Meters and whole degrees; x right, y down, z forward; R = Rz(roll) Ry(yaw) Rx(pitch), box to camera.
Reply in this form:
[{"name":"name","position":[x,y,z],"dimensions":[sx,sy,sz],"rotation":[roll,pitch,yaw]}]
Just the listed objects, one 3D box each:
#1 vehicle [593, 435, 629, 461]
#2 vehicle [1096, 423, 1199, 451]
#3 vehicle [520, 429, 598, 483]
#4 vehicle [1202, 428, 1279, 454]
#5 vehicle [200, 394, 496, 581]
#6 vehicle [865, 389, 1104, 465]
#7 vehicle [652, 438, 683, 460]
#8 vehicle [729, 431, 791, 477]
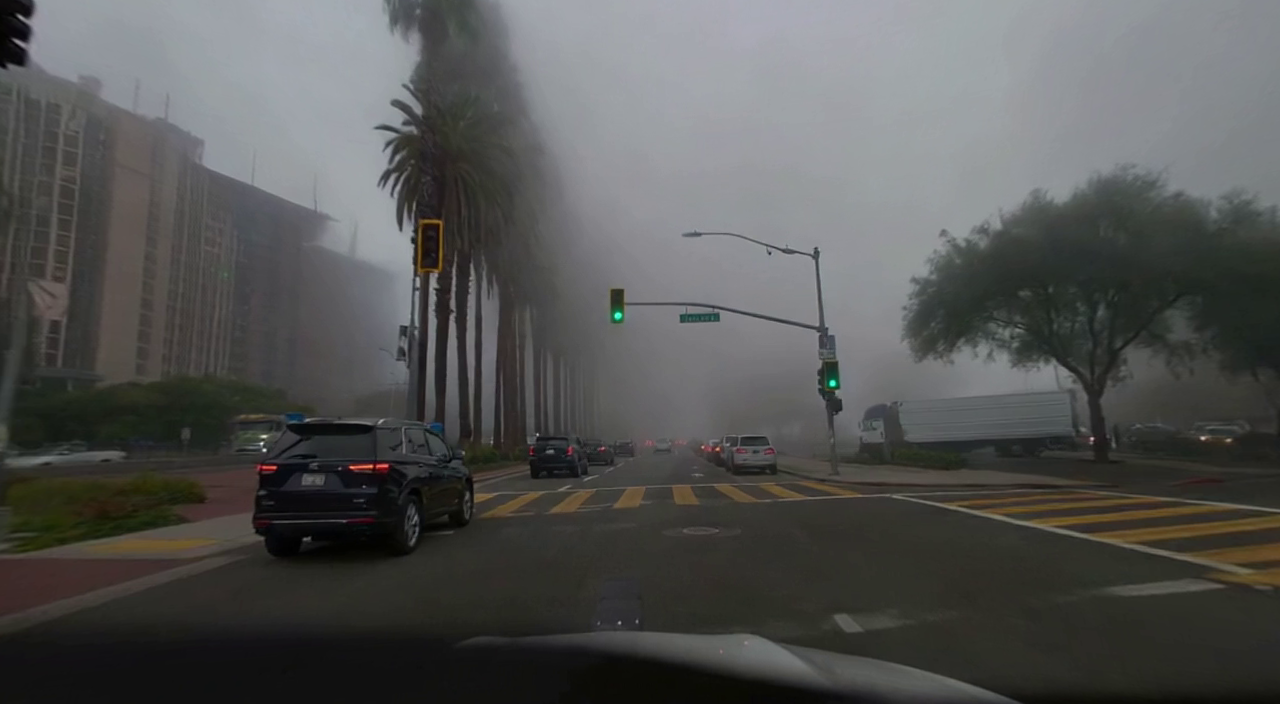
[{"name":"vehicle","position":[-1.895,6.485,42.488],"dimensions":[1.955,1.637,4.243],"rotation":[0,-8,3]},{"name":"vehicle","position":[32.745,5.564,40.782],"dimensions":[1.994,1.685,4.655],"rotation":[2,-9,-20]},{"name":"vehicle","position":[-2.783,3.715,22.738],"dimensions":[2.014,1.740,4.392],"rotation":[0,-8,3]},{"name":"vehicle","position":[35.289,5.045,35.630],"dimensions":[1.754,1.398,4.750],"rotation":[4,-9,-25]},{"name":"vehicle","position":[-3.332,1.620,8.300],"dimensions":[1.800,1.797,4.224],"rotation":[0,-8,1]},{"name":"vehicle","position":[17.674,4.135,33.149],"dimensions":[10.428,3.452,2.869],"rotation":[-8,-11,39]},{"name":"vehicle","position":[1.906,6.731,43.672],"dimensions":[2.036,1.461,3.890],"rotation":[0,-8,3]},{"name":"vehicle","position":[4.966,4.281,26.719],"dimensions":[1.965,1.735,4.835],"rotation":[0,-8,3]}]
